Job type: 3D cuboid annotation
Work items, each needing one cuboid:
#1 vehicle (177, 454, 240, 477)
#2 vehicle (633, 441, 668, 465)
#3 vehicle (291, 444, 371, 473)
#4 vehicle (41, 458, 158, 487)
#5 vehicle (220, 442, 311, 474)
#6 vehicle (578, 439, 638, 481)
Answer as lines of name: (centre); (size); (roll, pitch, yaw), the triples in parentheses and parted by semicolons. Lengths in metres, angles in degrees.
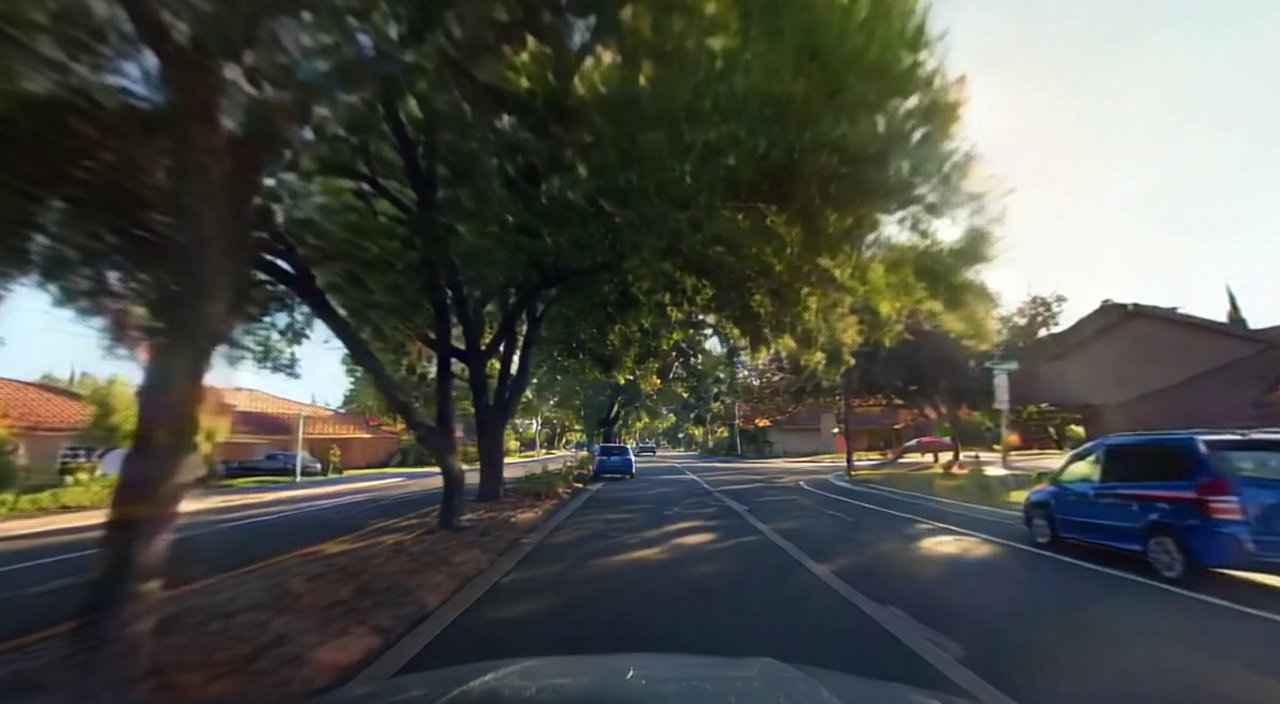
vehicle: (-33.107, 8.683, 48.450); (1.774, 1.484, 3.684); (-5, -8, 14)
vehicle: (0.667, 6.709, 42.168); (2.226, 1.505, 4.128); (0, -8, 0)
vehicle: (-22.375, 7.729, 45.995); (2.173, 1.849, 5.752); (-5, -9, 11)
vehicle: (-30.589, 6.824, 35.892); (1.874, 1.393, 4.724); (-2, -9, 14)
vehicle: (-27.790, 7.867, 47.099); (2.161, 2.233, 5.937); (-3, -9, 14)
vehicle: (-1.258, 4.239, 25.138); (2.158, 1.469, 4.909); (0, -8, -3)
